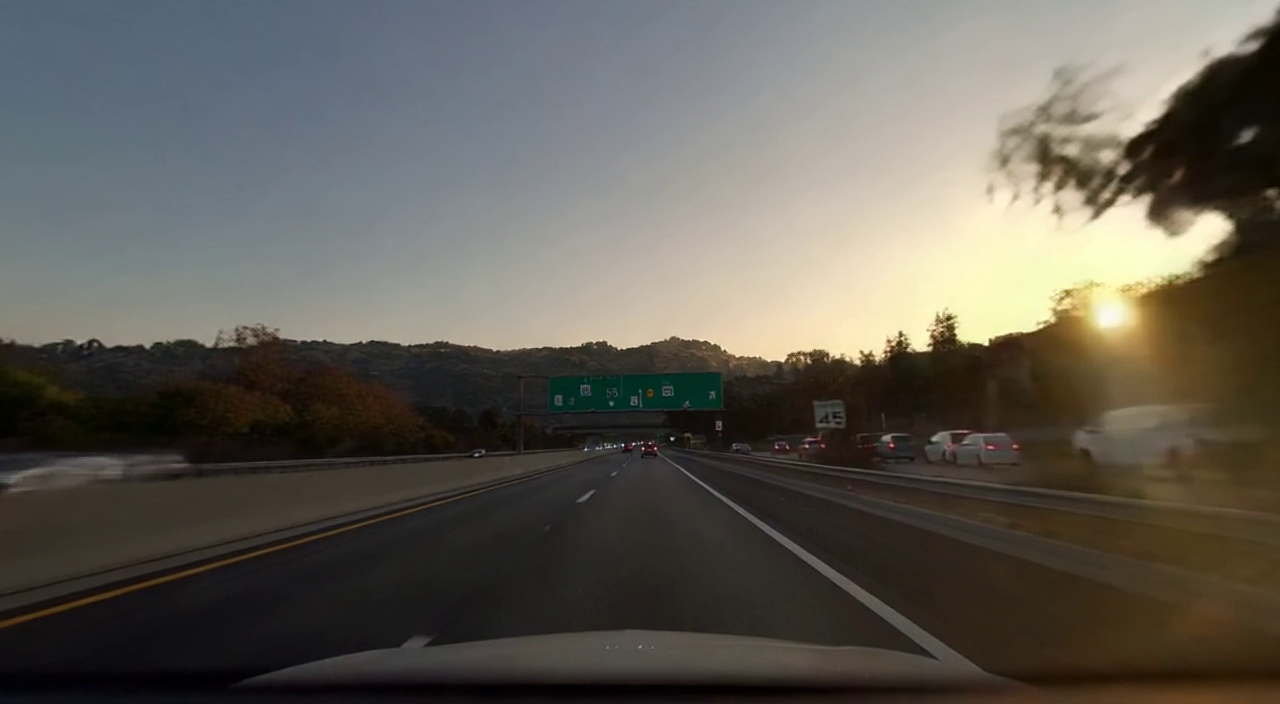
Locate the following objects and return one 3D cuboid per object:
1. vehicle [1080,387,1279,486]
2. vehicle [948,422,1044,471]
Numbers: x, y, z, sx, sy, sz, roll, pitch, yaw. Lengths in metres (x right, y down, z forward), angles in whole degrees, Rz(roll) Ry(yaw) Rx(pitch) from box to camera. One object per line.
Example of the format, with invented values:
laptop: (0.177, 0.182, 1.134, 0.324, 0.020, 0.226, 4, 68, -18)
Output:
vehicle: (27.666, 4.366, 32.302, 3.160, 4.297, 9.428, 0, -9, -1)
vehicle: (27.717, 7.443, 49.603, 2.898, 3.543, 7.437, -1, -9, -1)
